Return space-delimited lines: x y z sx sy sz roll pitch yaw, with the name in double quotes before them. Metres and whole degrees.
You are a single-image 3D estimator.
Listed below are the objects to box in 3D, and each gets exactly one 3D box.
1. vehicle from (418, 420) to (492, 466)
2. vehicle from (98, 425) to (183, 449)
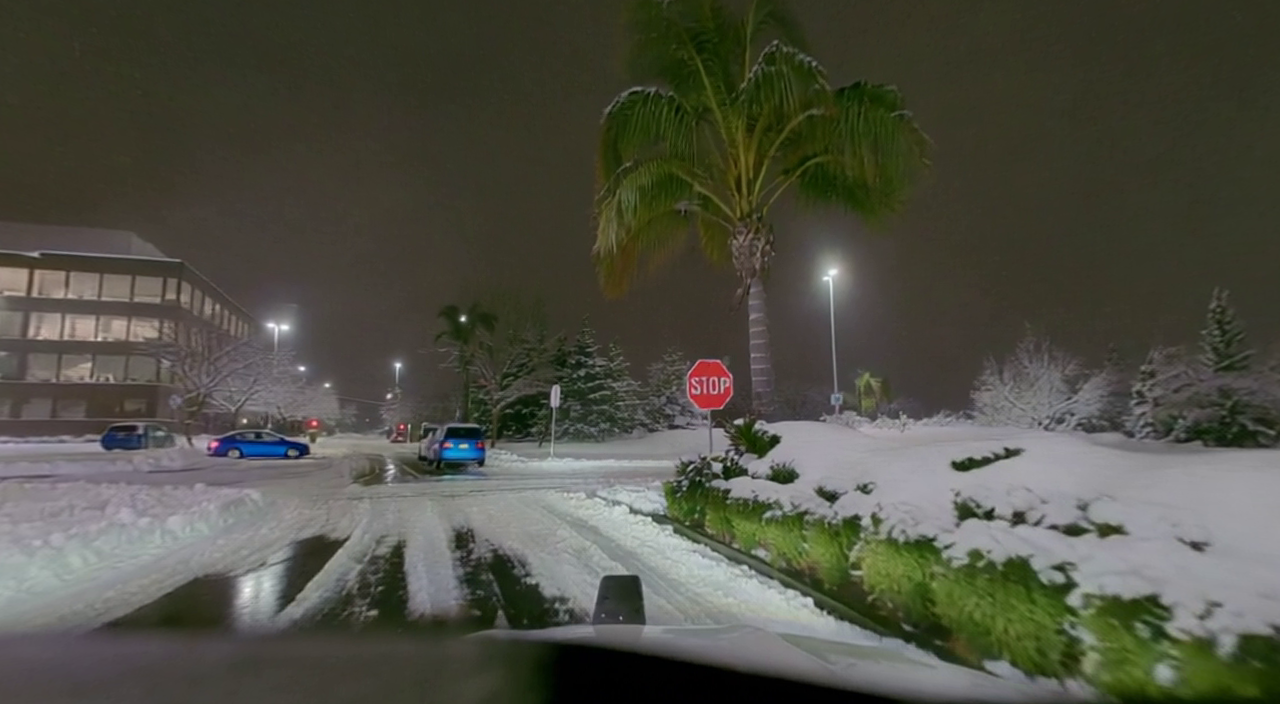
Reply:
"vehicle" -7.760 3.790 26.280 2.071 1.700 4.367 4 -10 -27
"vehicle" -34.924 5.983 44.214 4.457 1.552 1.748 7 -11 -40
